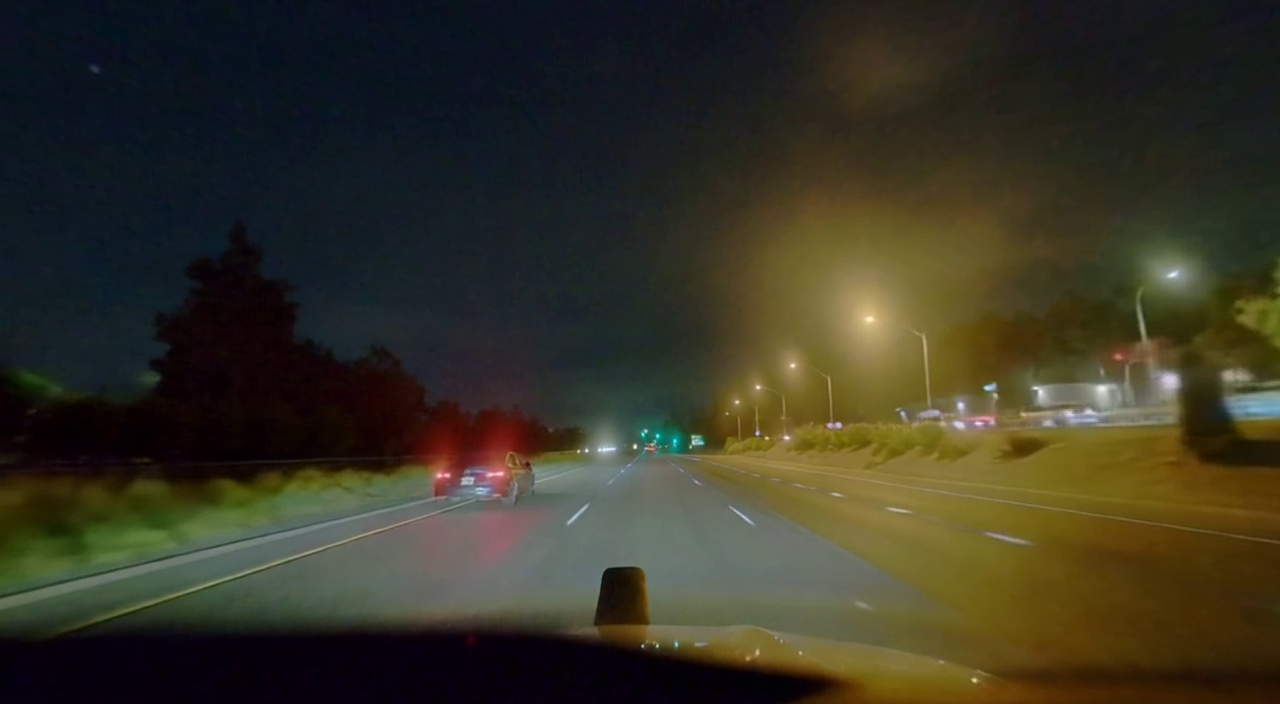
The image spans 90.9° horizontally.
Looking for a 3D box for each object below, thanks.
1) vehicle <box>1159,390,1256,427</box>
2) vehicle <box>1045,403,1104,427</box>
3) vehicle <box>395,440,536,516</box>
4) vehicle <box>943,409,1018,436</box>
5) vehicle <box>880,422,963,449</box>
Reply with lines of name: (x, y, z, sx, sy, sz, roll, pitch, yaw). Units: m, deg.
vehicle: (33.371, 3.363, 37.011, 5.668, 1.817, 2.102, 5, -12, -27)
vehicle: (32.740, 4.771, 47.457, 4.116, 1.647, 1.920, 5, -10, -30)
vehicle: (-3.930, 2.915, 15.127, 2.021, 1.526, 4.385, 0, -9, 2)
vehicle: (21.072, 4.411, 39.050, 3.860, 1.519, 1.697, -6, -10, 33)
vehicle: (19.133, 5.746, 42.938, 4.728, 1.706, 1.975, -7, -11, 37)
